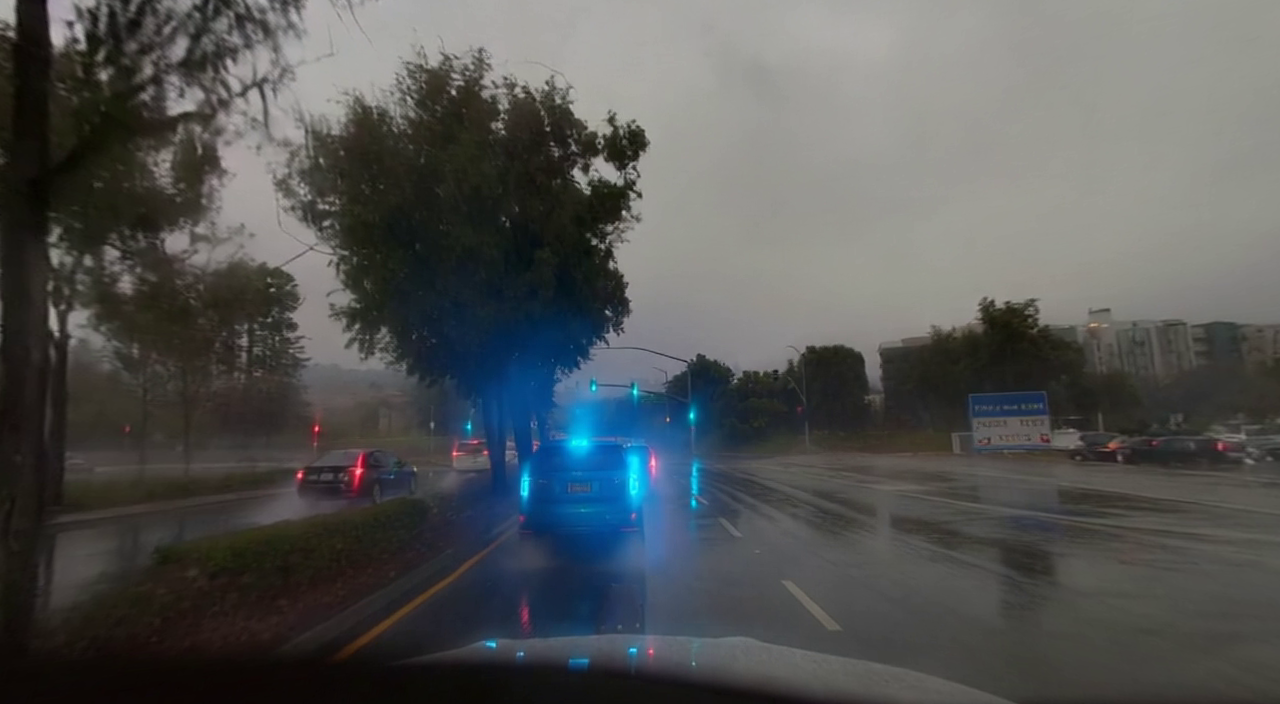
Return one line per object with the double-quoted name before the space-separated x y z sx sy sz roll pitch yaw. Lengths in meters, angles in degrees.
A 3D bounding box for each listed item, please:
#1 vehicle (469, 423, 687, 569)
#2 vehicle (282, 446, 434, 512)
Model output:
"vehicle" -0.651 1.824 8.811 2.231 1.481 4.489 0 -8 0
"vehicle" -7.025 3.165 16.368 1.852 1.458 4.422 0 -8 1
